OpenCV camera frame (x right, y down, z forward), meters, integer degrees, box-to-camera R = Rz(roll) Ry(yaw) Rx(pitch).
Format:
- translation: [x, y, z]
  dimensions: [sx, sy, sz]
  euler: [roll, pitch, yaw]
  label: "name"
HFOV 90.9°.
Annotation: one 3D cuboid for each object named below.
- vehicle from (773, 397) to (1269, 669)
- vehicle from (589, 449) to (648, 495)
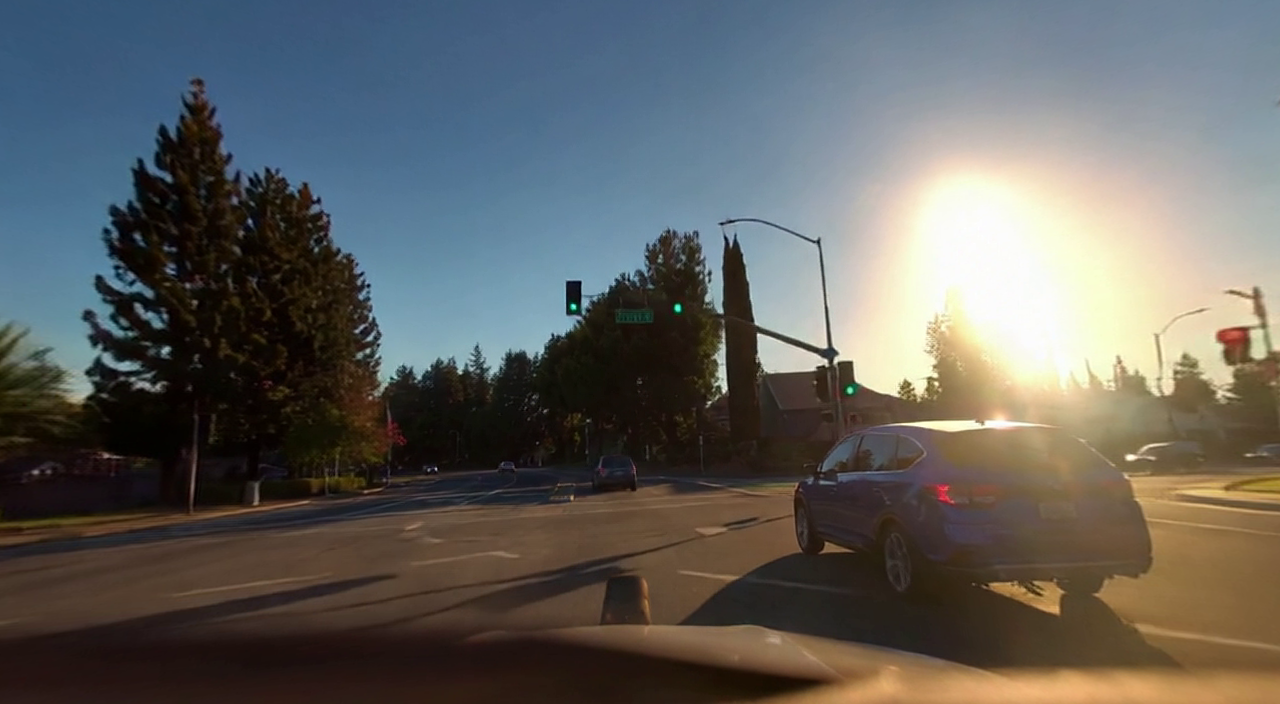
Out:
- translation: [2.892, 1.490, 6.326]
  dimensions: [2.024, 1.686, 4.588]
  euler: [0, -9, -1]
  label: "vehicle"
- translation: [-1.045, 5.283, 28.192]
  dimensions: [2.185, 1.822, 4.583]
  euler: [1, -9, -8]
  label: "vehicle"
